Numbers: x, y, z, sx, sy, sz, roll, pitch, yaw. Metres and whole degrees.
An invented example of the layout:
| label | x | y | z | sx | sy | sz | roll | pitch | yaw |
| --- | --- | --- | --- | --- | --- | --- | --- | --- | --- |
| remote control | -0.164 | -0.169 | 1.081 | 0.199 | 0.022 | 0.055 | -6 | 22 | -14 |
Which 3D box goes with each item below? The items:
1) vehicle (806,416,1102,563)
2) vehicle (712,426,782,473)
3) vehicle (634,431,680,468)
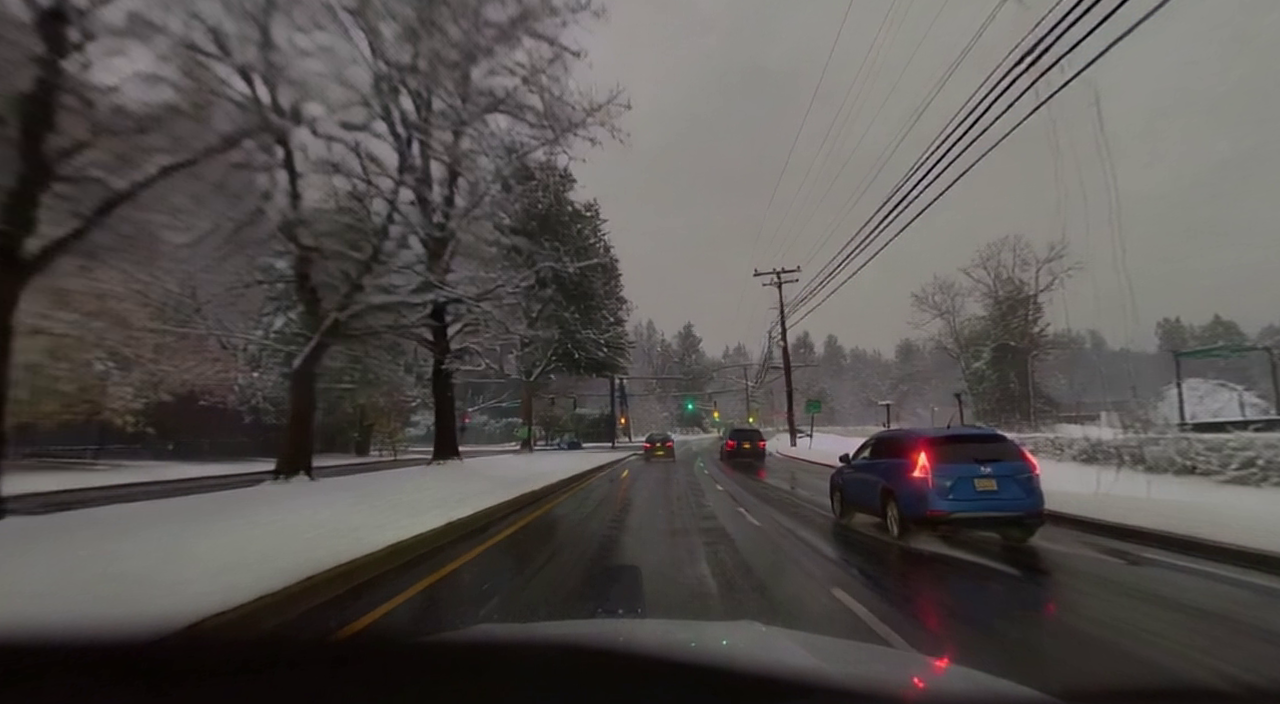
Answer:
| label | x | y | z | sx | sy | sz | roll | pitch | yaw |
| --- | --- | --- | --- | --- | --- | --- | --- | --- | --- |
| vehicle | 3.868 | 1.755 | 8.819 | 1.881 | 1.512 | 4.294 | 0 | -8 | 0 |
| vehicle | 4.593 | 4.287 | 27.964 | 2.254 | 1.840 | 4.918 | -1 | -8 | 0 |
| vehicle | 0.852 | 4.981 | 32.278 | 2.163 | 1.746 | 4.073 | -1 | -8 | 1 |
